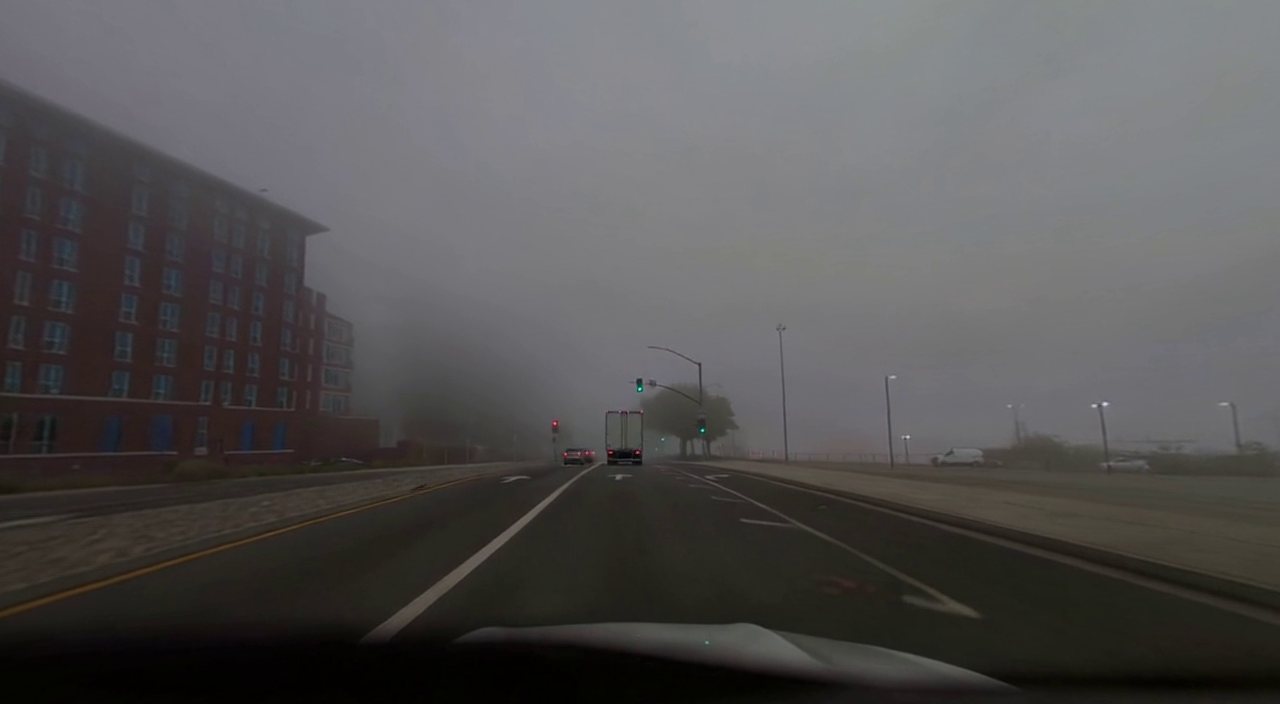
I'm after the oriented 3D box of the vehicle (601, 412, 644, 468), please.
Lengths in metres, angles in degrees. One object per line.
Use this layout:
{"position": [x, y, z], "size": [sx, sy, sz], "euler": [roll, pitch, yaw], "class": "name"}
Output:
{"position": [-1.325, 6.482, 46.799], "size": [2.876, 3.724, 9.351], "euler": [0, -7, -2], "class": "vehicle"}
